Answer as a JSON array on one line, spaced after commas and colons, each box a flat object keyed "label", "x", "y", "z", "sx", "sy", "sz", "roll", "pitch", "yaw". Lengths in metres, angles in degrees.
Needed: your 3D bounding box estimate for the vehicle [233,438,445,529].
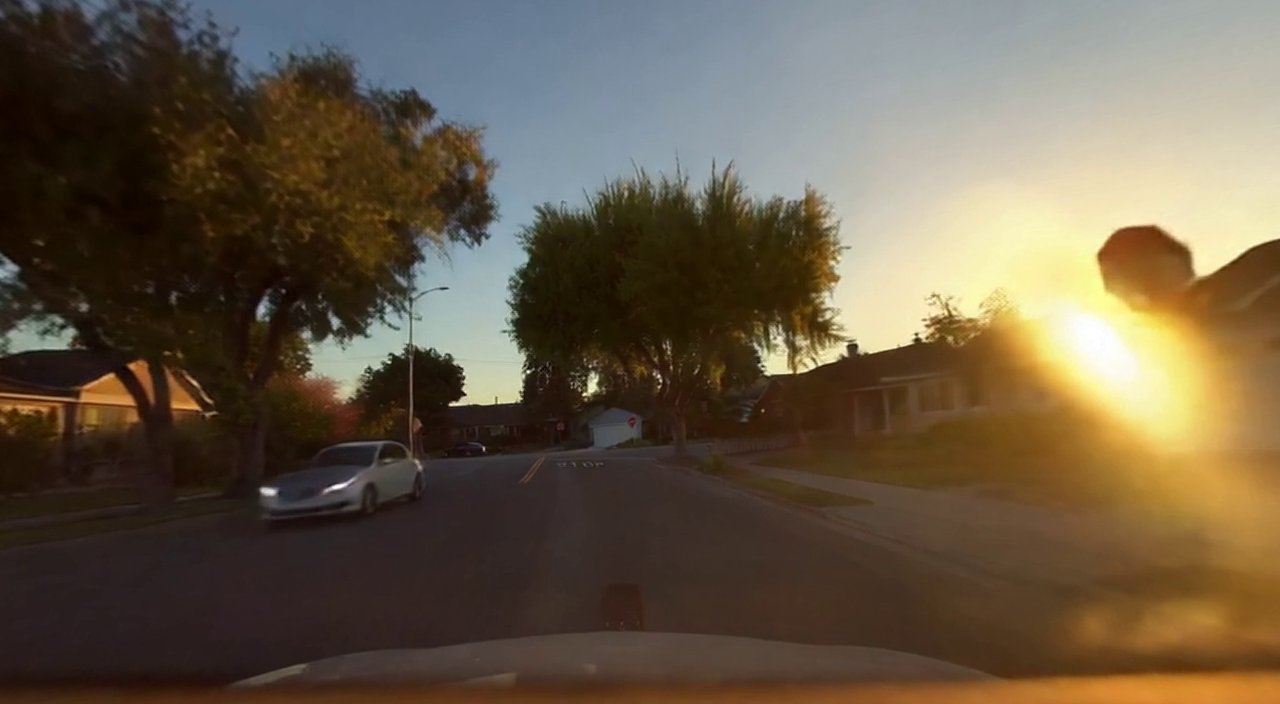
[{"label": "vehicle", "x": -5.850, "y": 2.574, "z": 13.184, "sx": 2.146, "sy": 1.506, "sz": 4.885, "roll": 0, "pitch": -8, "yaw": -2}]
